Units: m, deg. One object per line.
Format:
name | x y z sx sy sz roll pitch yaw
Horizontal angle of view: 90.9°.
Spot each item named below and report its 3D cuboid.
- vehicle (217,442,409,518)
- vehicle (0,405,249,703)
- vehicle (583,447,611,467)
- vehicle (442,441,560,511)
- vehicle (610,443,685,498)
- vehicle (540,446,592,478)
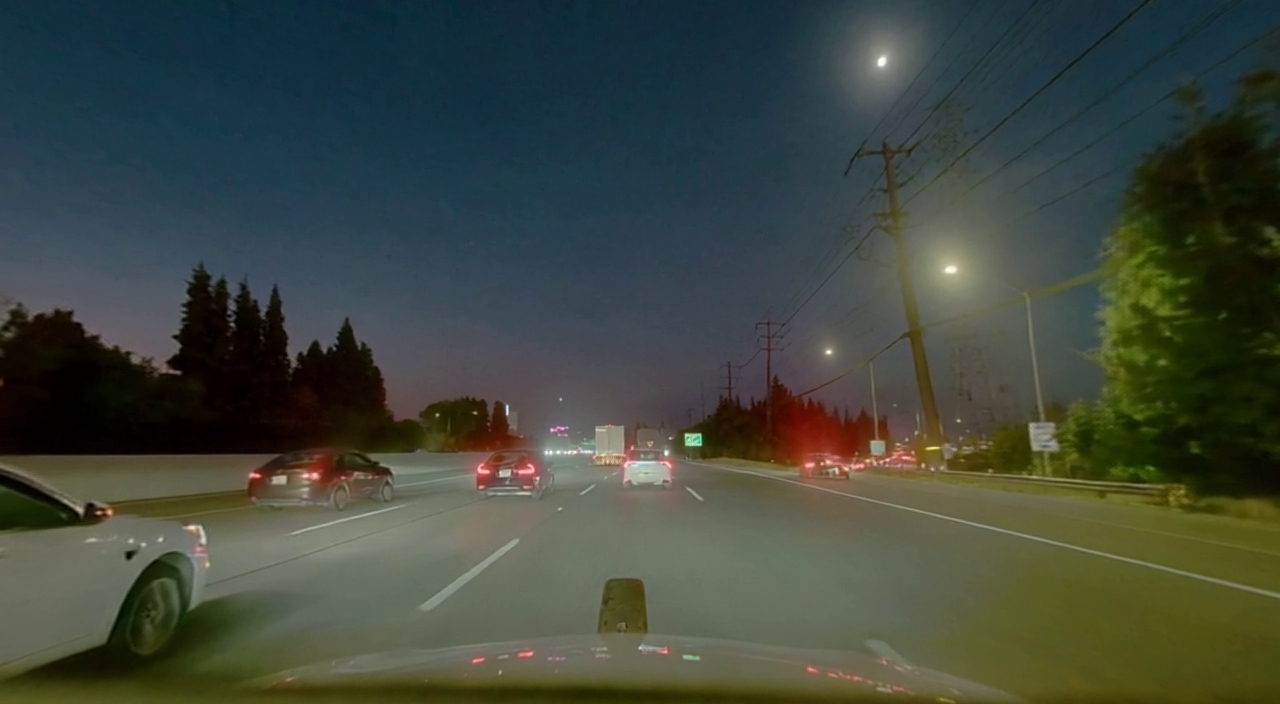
vehicle | -7.111 2.797 14.392 1.867 1.445 4.499 0 -9 1
vehicle | -3.690 0.905 2.148 1.883 1.500 4.373 0 -9 0
vehicle | -3.146 7.726 46.515 1.840 1.439 3.687 0 -9 0
vehicle | -3.215 2.948 15.495 1.912 1.464 4.115 0 -9 1
vehicle | 0.172 3.548 19.367 2.018 1.470 4.491 0 -9 -1
vehicle | -3.480 5.256 30.339 2.013 1.437 3.801 0 -9 0
